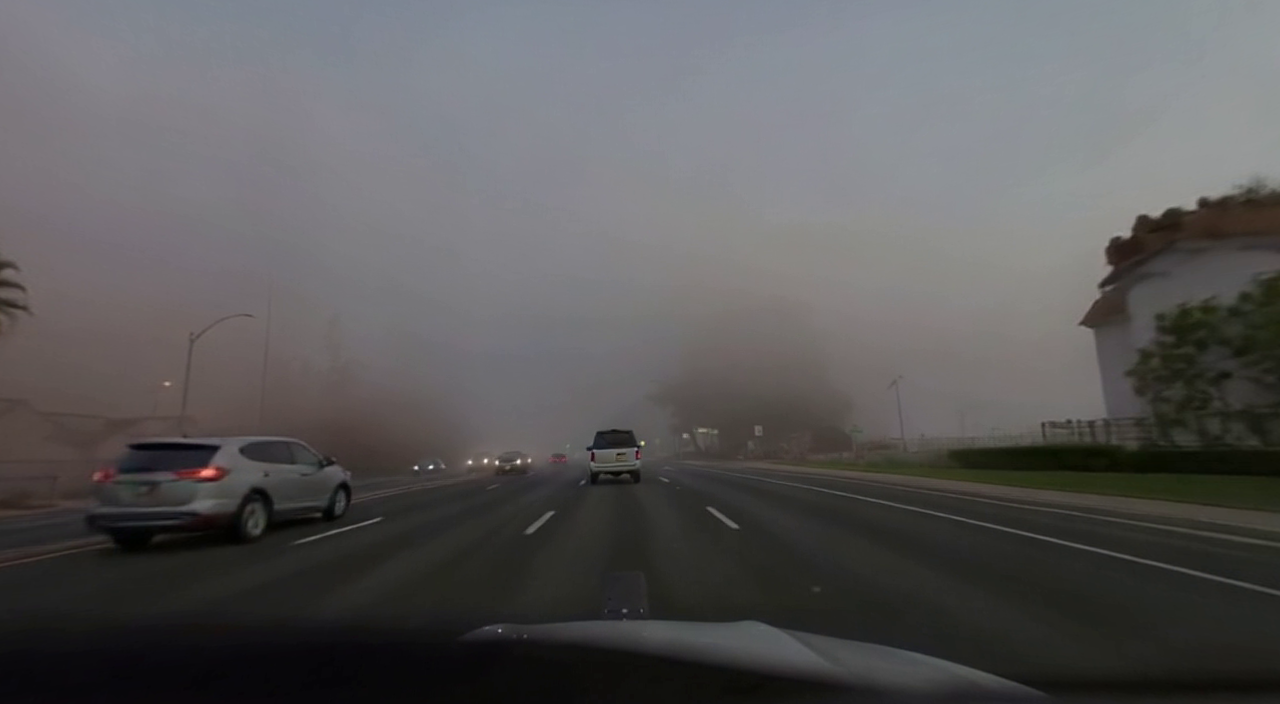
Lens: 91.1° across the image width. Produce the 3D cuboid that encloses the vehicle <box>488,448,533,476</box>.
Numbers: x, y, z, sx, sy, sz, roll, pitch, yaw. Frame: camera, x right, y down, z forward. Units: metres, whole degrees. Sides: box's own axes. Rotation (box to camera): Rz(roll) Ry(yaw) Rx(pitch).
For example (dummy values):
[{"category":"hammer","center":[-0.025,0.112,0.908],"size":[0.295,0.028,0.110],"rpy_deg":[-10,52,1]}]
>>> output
[{"category":"vehicle","center":[-7.827,6.673,38.224],"size":[2.016,1.576,4.215],"rpy_deg":[0,-9,-3]}]

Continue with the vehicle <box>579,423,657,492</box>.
[{"category":"vehicle","center":[-0.971,3.835,23.152],"size":[2.507,2.161,6.049],"rpy_deg":[1,-9,-5]}]

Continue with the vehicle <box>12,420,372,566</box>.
[{"category":"vehicle","center":[-6.247,2.003,9.736],"size":[2.235,1.682,4.662],"rpy_deg":[0,-9,-2]}]
